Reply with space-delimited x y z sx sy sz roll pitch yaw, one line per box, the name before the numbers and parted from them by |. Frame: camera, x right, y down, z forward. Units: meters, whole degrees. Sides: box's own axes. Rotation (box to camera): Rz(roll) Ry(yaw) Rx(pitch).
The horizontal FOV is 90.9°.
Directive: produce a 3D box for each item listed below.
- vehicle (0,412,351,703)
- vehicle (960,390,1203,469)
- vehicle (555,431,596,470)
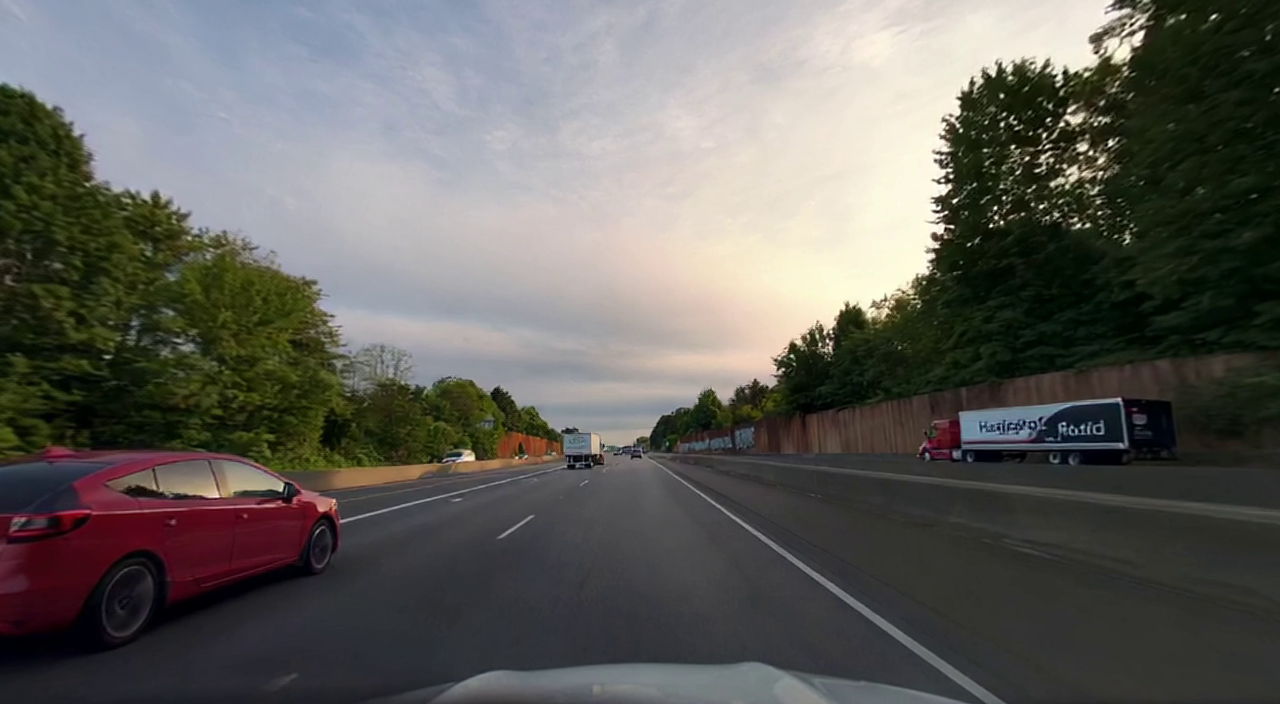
vehicle | -4.238 1.296 4.725 2.024 1.476 4.466 0 -9 0
vehicle | 26.227 5.002 39.074 2.782 4.082 12.925 3 -9 -19
vehicle | -4.393 6.881 43.997 2.305 2.517 5.486 0 -9 0
